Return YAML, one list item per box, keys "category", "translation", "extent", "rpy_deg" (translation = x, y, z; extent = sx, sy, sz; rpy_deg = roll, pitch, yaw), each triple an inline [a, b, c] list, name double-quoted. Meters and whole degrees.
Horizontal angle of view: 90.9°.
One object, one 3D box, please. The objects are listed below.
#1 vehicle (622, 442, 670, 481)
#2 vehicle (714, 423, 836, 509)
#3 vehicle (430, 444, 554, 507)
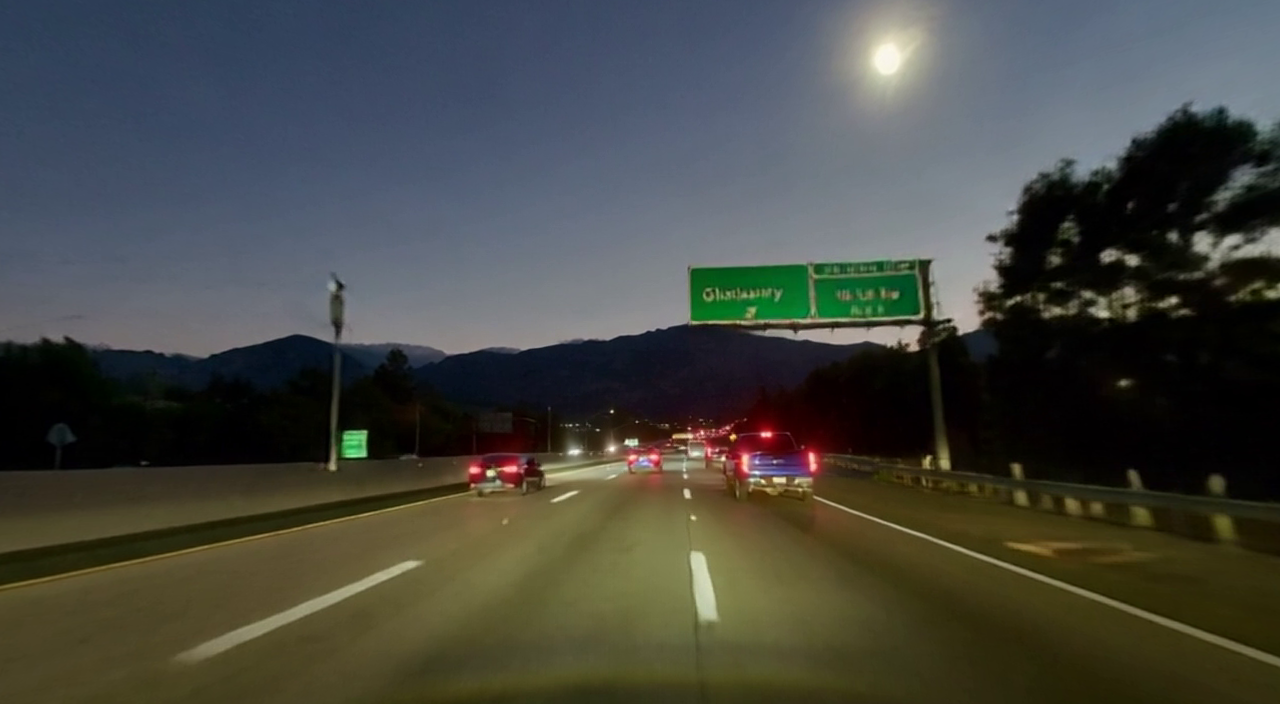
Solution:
- category: "vehicle"
  translation: [0.337, 4.894, 28.533]
  extent: [1.959, 1.604, 4.065]
  rpy_deg: [-1, -8, 3]
- category: "vehicle"
  translation: [3.255, 2.891, 16.502]
  extent: [2.229, 1.837, 5.387]
  rpy_deg: [-1, -8, 3]
- category: "vehicle"
  translation: [-4.018, 3.423, 18.031]
  extent: [2.109, 1.530, 4.646]
  rpy_deg: [-1, -9, 4]
